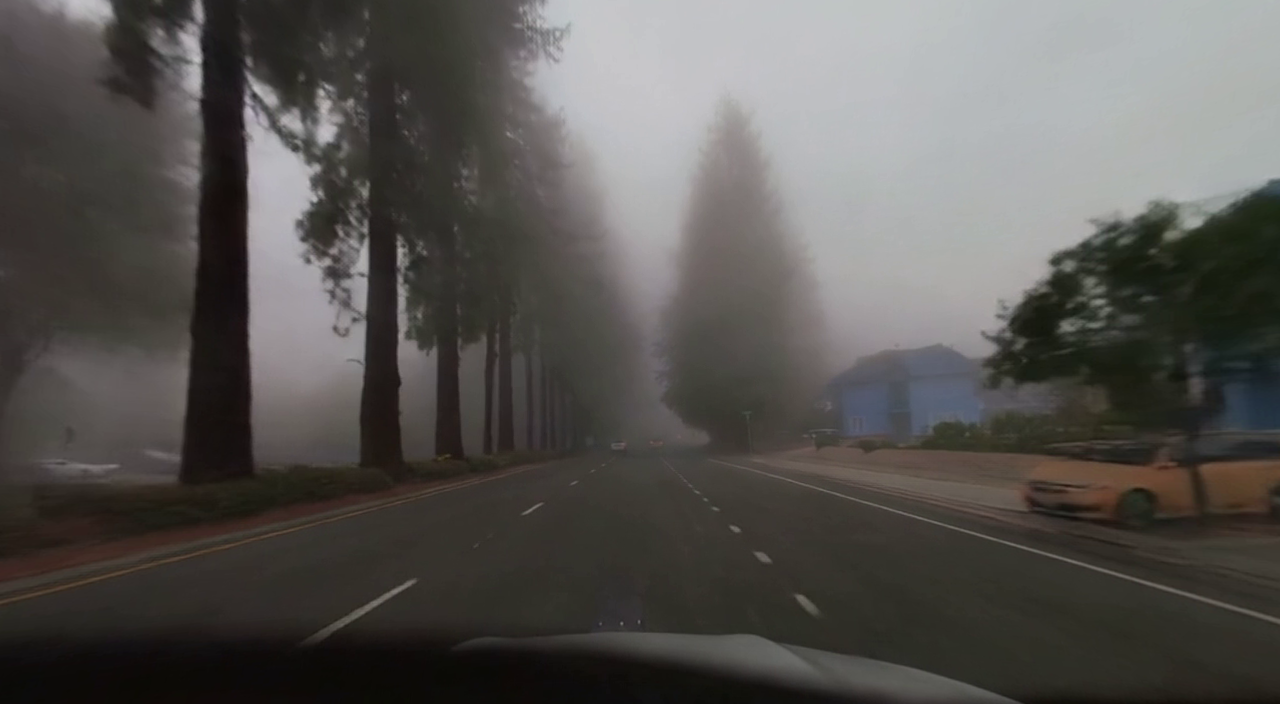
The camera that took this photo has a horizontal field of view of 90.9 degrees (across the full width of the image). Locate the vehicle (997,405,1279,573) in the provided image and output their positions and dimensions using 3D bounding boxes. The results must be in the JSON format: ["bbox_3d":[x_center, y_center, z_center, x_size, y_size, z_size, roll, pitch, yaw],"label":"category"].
[{"bbox_3d":[6.617,1.360,6.596,4.575,1.514,1.932,-3,-9,15],"label":"vehicle"}]
